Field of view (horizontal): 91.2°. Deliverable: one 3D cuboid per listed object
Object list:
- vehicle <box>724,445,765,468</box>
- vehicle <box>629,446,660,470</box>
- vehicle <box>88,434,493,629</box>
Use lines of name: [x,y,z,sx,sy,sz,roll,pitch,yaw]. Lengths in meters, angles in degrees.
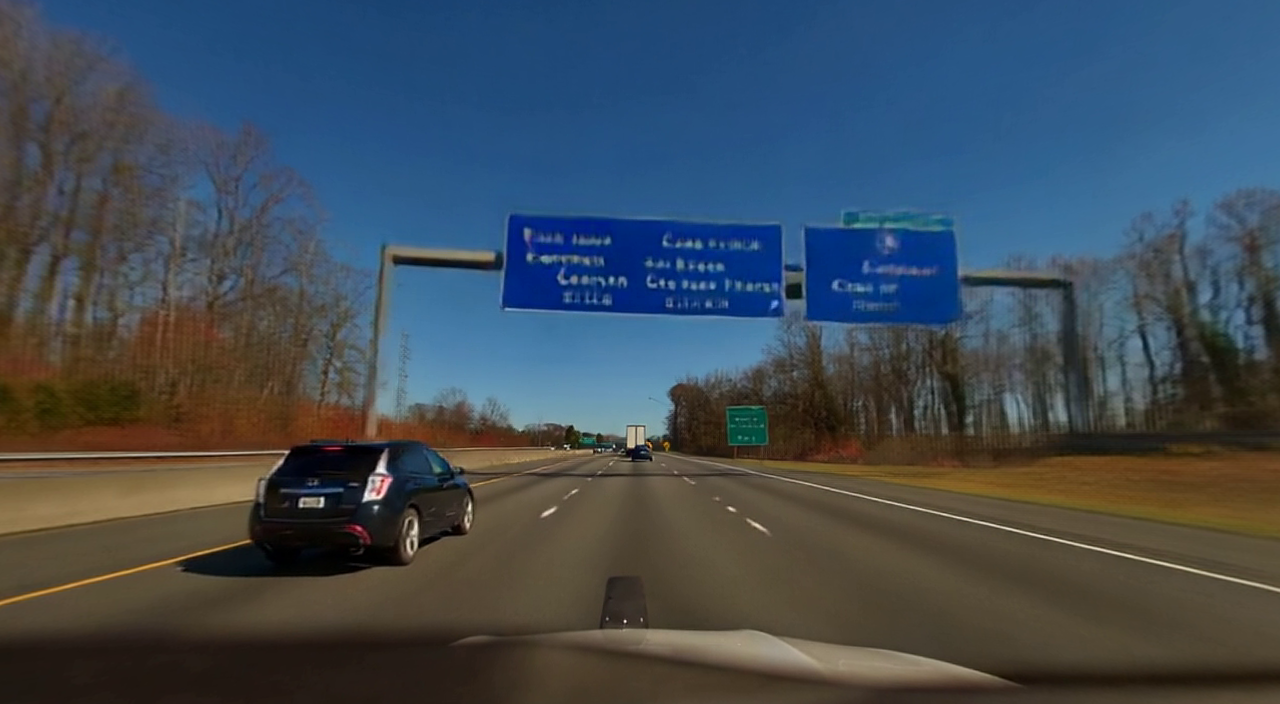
vehicle: [7.680,7.731,46.639,2.081,1.576,5.604,0,-9,0]
vehicle: [0.286,6.768,40.310,1.859,1.478,3.799,0,-9,0]
vehicle: [-3.259,1.735,7.173,2.012,1.500,4.452,0,-9,1]
